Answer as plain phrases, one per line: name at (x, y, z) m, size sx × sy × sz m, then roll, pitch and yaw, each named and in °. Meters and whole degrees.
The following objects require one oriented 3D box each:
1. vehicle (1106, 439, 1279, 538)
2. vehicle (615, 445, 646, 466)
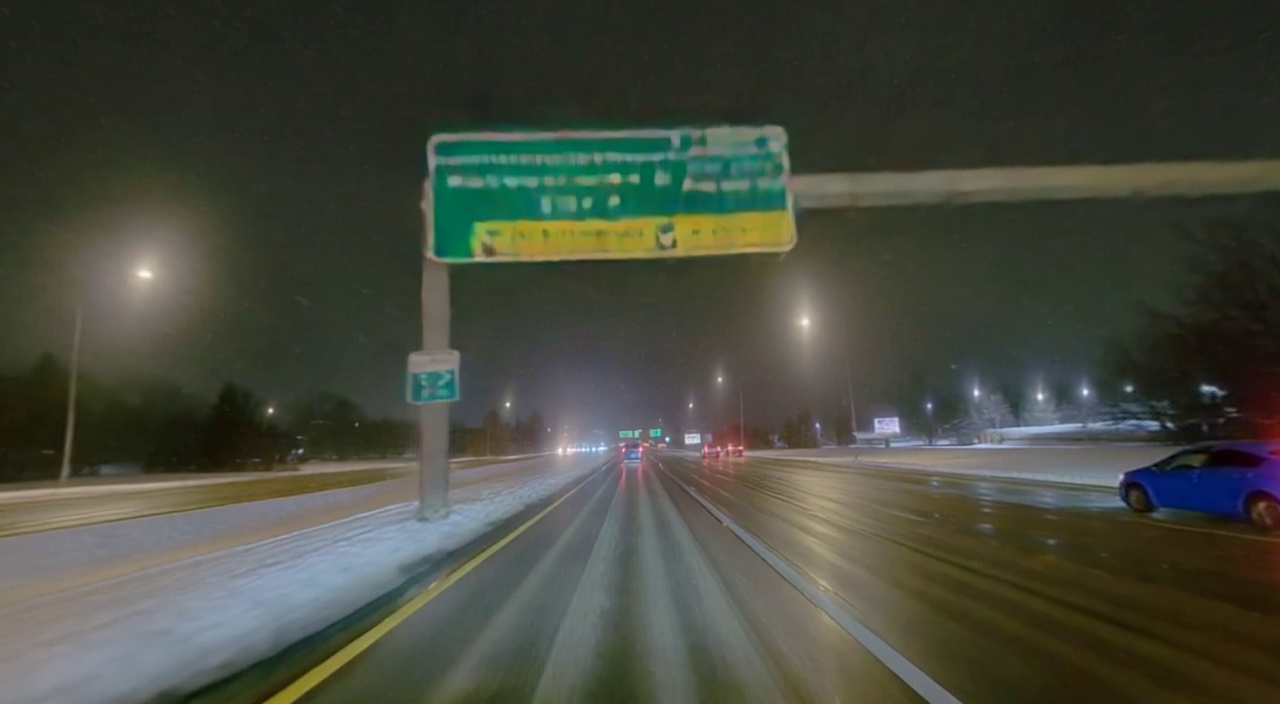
vehicle at (10.719, 2.234, 10.701) m, size 2.024 × 1.481 × 4.747 m, roll 0°, pitch -8°, yaw 0°
vehicle at (-0.607, 7.007, 42.855) m, size 2.004 × 1.259 × 3.781 m, roll 0°, pitch -8°, yaw 0°
